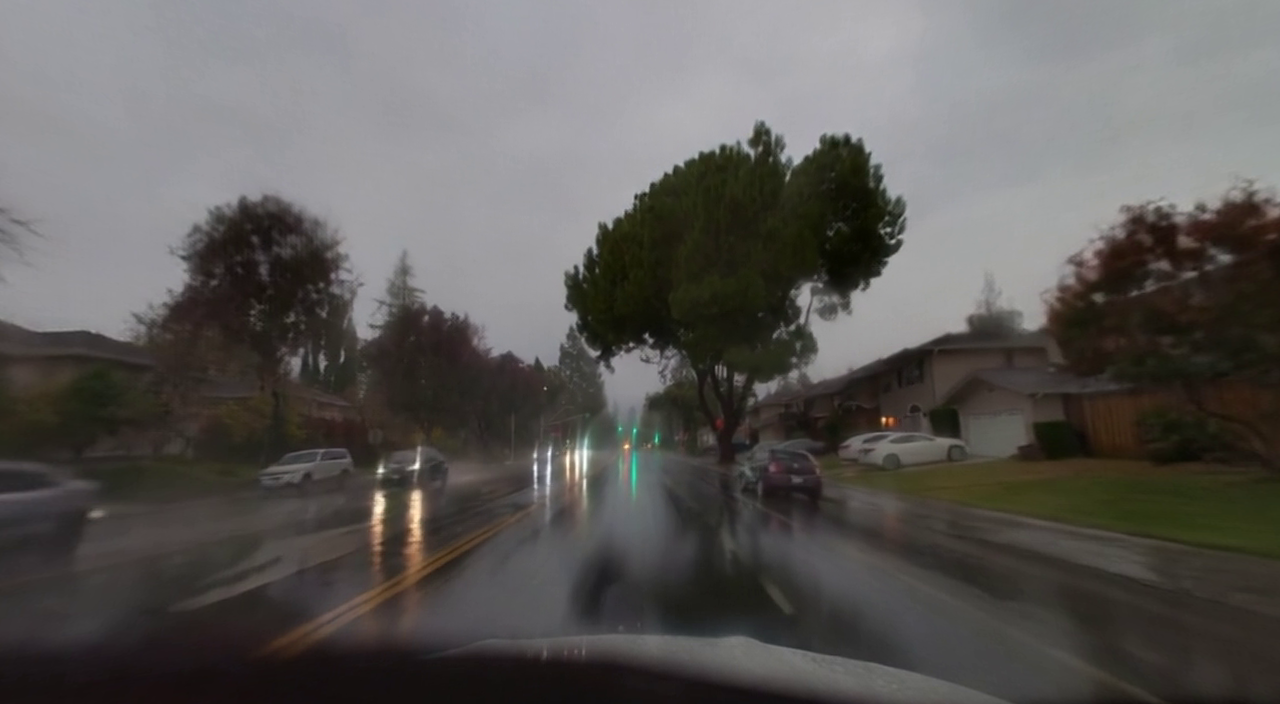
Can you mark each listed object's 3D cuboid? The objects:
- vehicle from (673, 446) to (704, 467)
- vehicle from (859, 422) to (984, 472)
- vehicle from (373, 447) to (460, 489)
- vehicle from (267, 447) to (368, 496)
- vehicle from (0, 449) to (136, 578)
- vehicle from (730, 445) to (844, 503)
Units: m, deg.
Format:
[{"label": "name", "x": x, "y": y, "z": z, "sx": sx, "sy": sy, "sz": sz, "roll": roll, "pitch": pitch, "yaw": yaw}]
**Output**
[{"label": "vehicle", "x": 3.639, "y": 7.971, "z": 48.437, "sx": 1.991, "sy": 1.500, "sz": 4.562, "roll": 0, "pitch": -8, "yaw": 0}, {"label": "vehicle", "x": 11.170, "y": 3.804, "z": 25.258, "sx": 3.999, "sy": 1.599, "sz": 1.819, "roll": -4, "pitch": -8, "yaw": 0}, {"label": "vehicle", "x": -8.815, "y": 4.583, "z": 25.394, "sx": 1.871, "sy": 1.484, "sz": 4.383, "roll": 0, "pitch": -8, "yaw": 0}, {"label": "vehicle", "x": -13.139, "y": 4.839, "z": 26.095, "sx": 1.978, "sy": 1.706, "sz": 4.310, "roll": -3, "pitch": -8, "yaw": -1}, {"label": "vehicle", "x": -8.339, "y": 1.799, "z": 6.821, "sx": 1.986, "sy": 1.442, "sz": 4.602, "roll": 0, "pitch": -8, "yaw": 0}, {"label": "vehicle", "x": 4.035, "y": 3.411, "z": 18.269, "sx": 1.946, "sy": 1.431, "sz": 4.695, "roll": 0, "pitch": -8, "yaw": -3}]
